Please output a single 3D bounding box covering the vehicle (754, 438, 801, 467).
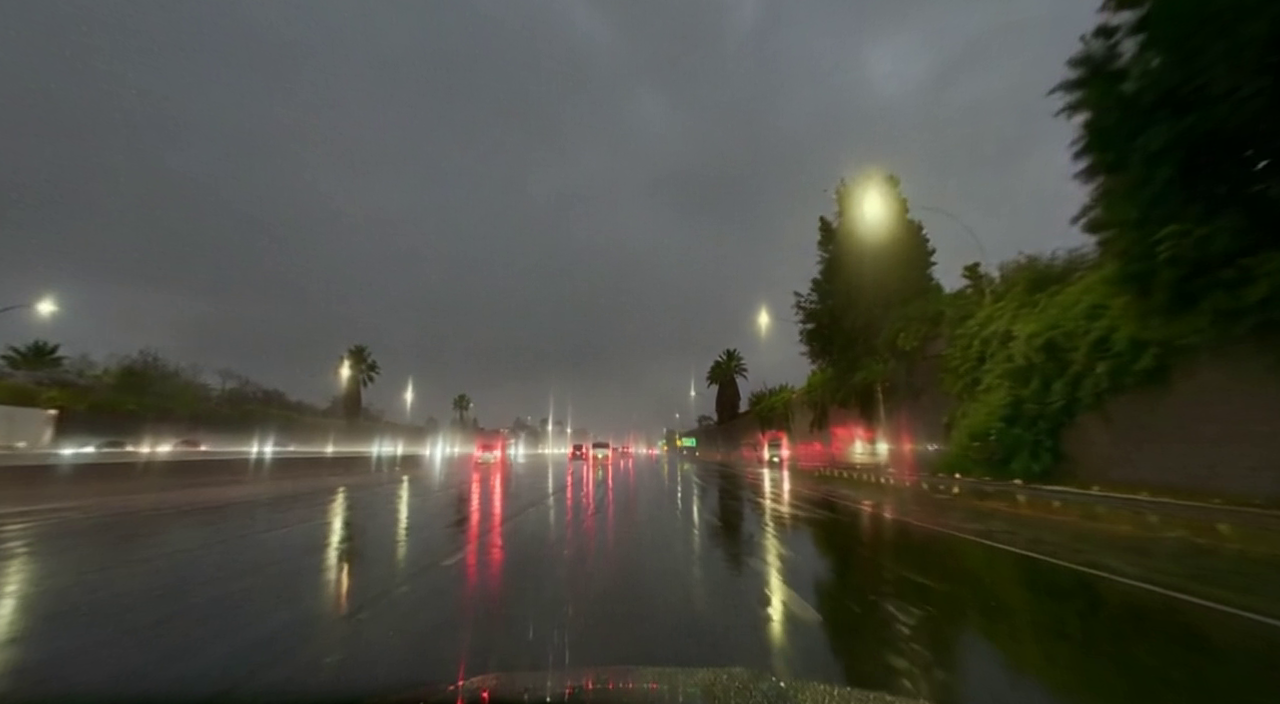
[{"bbox_3d":[10.190,7.552,47.434,2.302,2.014,5.925,0,-9,1],"label":"vehicle"}]

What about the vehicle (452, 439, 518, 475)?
[{"bbox_3d":[-7.802,5.340,32.213,2.204,1.677,4.438,0,-9,1],"label":"vehicle"}]

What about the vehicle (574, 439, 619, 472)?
[{"bbox_3d":[-2.330,5.698,34.935,2.201,1.672,4.128,0,-9,0],"label":"vehicle"}]

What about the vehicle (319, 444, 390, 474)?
[{"bbox_3d":[-16.413,6.178,36.630,1.916,1.610,4.445,0,-9,2],"label":"vehicle"}]
